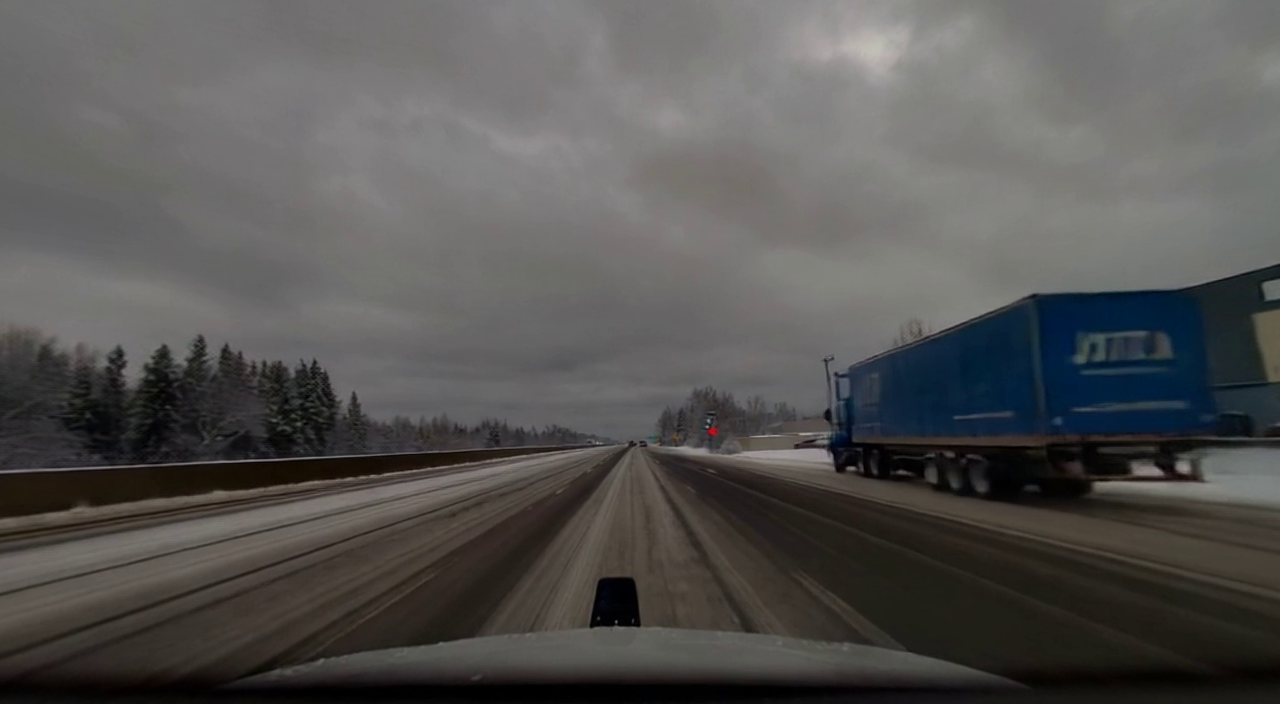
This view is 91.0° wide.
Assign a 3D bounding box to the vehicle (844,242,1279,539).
[{"bbox_3d":[9.138,1.665,16.887,3.469,3.986,17.065,-1,-8,6],"label":"vehicle"}]
